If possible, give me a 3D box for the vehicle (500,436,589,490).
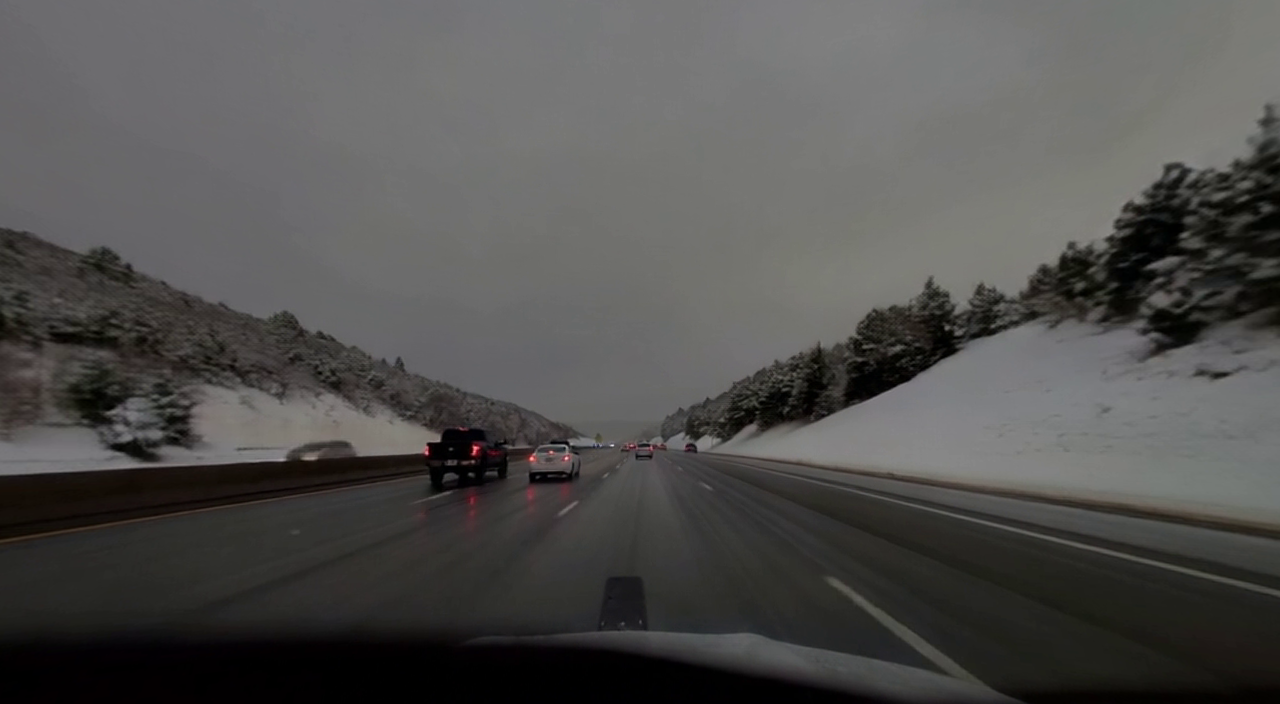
[{"bbox_3d":[-2.978,3.589,20.756,2.091,1.552,4.516,0,-8,2],"label":"vehicle"}]

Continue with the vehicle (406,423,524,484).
[{"bbox_3d":[-6.583,3.938,24.768,2.589,2.063,6.206,0,-8,2],"label":"vehicle"}]

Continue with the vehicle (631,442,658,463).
[{"bbox_3d":[0.371,7.790,49.176,2.031,1.566,3.904,0,-8,0],"label":"vehicle"}]
